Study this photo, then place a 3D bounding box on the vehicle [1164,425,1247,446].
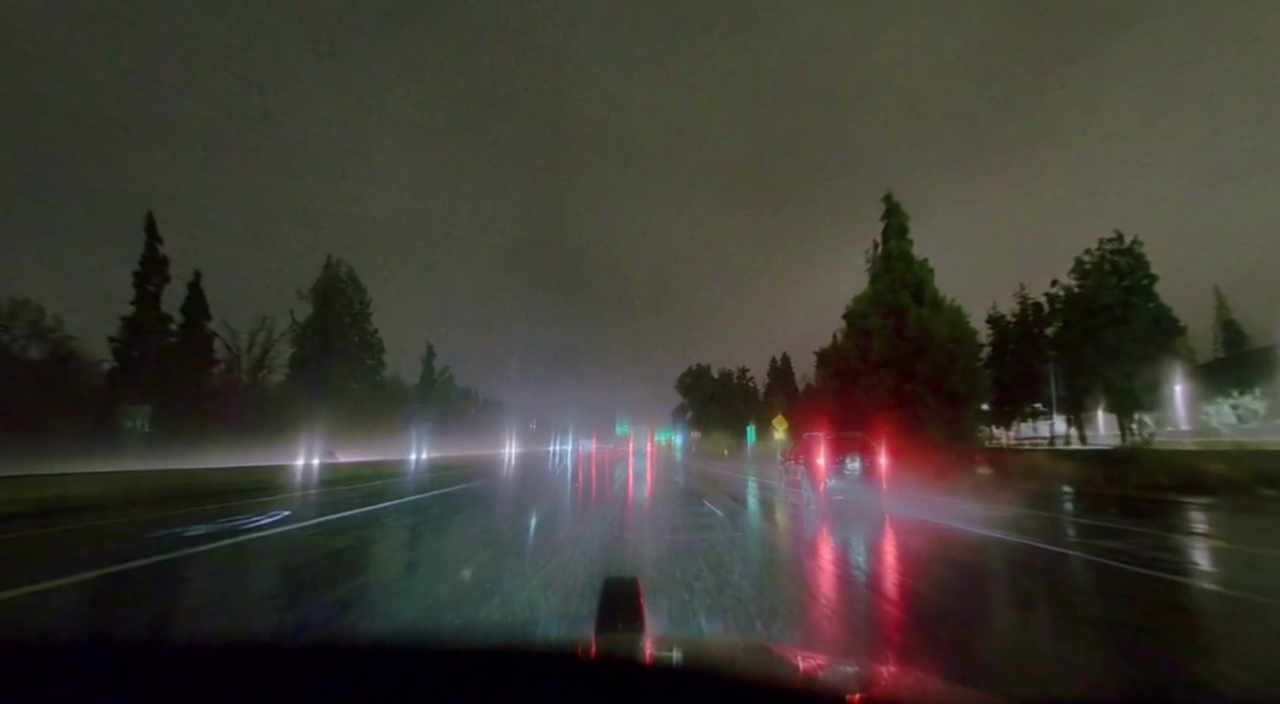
[{"bbox_3d":[43.664,6.501,48.873,1.905,1.549,4.375,6,-10,-36],"label":"vehicle"}]
